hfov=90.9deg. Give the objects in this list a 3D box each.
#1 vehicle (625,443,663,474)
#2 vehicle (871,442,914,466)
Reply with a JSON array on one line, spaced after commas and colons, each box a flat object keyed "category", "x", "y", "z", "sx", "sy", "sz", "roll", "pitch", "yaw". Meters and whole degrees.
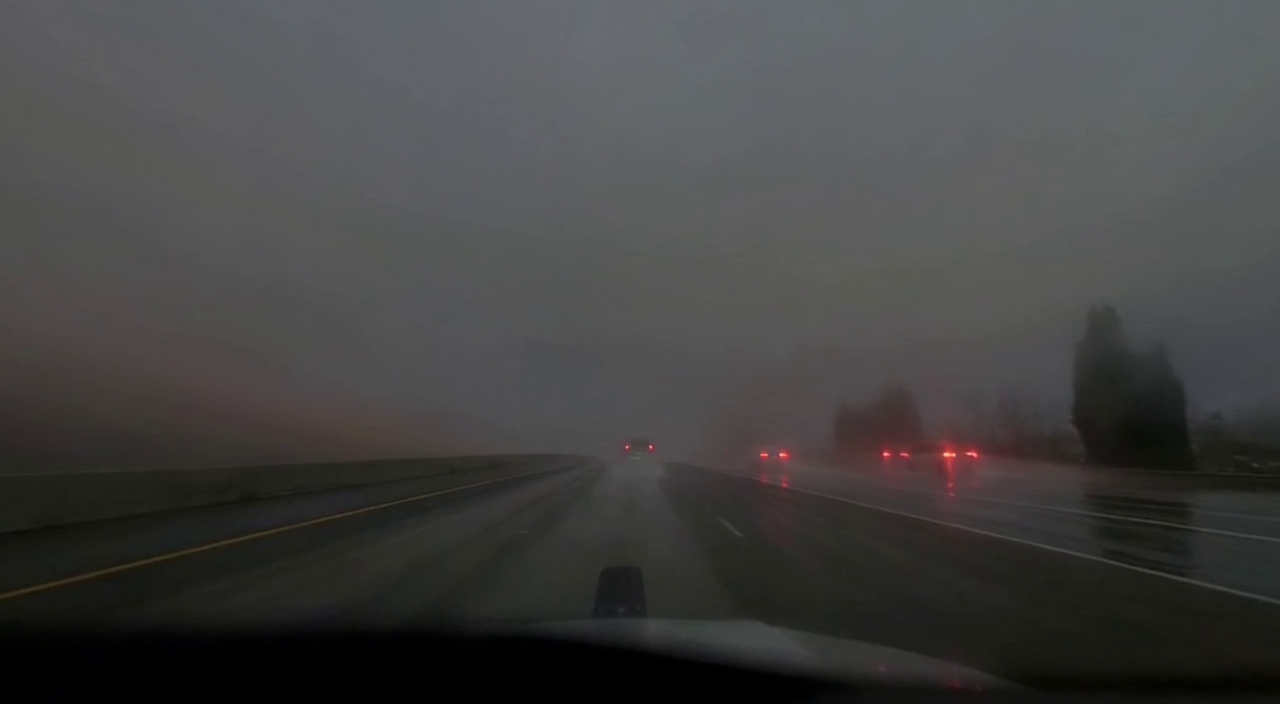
[{"category": "vehicle", "x": 0.213, "y": 6.082, "z": 36.129, "sx": 2.015, "sy": 1.639, "sz": 4.086, "roll": 0, "pitch": -9, "yaw": 0}, {"category": "vehicle", "x": 18.425, "y": 7.409, "z": 46.188, "sx": 1.690, "sy": 1.490, "sz": 3.665, "roll": -5, "pitch": -7, "yaw": 3}]
